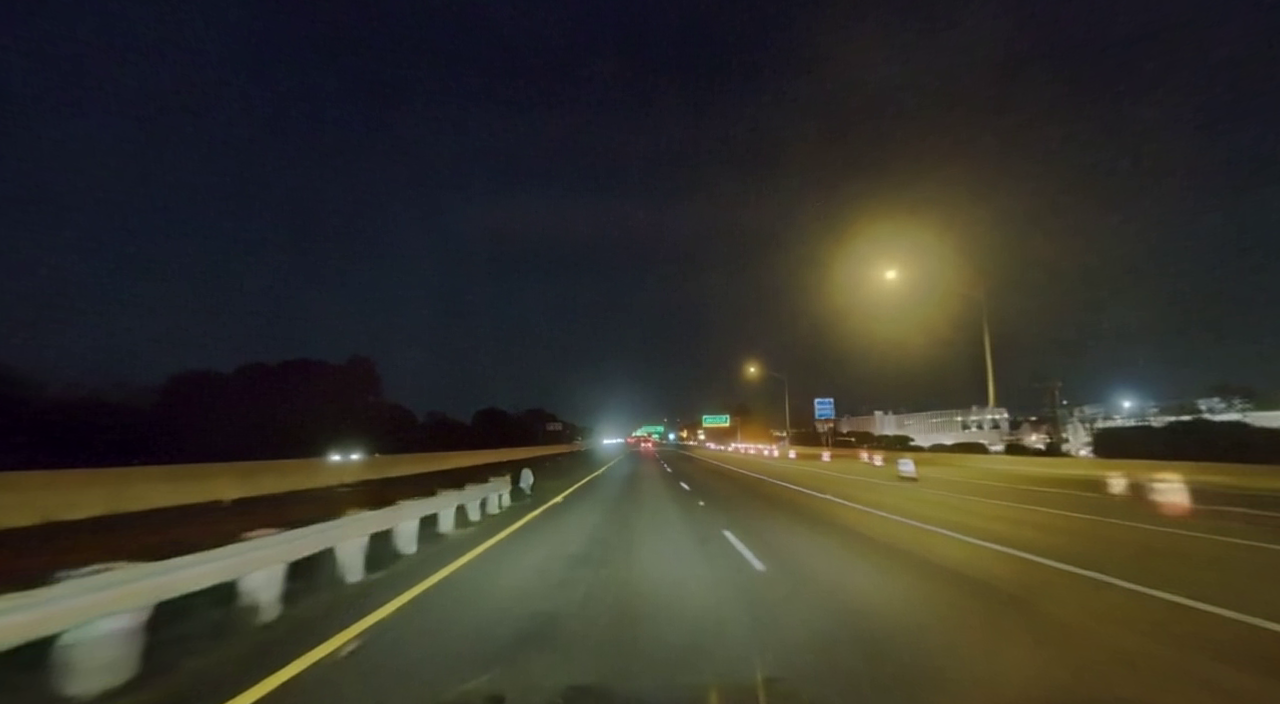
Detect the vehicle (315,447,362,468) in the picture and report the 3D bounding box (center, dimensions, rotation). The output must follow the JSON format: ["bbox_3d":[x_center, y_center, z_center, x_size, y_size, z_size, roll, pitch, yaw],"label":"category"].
[{"bbox_3d":[-19.908,6.958,41.735,1.482,1.344,3.313,0,-8,-1],"label":"vehicle"}]
